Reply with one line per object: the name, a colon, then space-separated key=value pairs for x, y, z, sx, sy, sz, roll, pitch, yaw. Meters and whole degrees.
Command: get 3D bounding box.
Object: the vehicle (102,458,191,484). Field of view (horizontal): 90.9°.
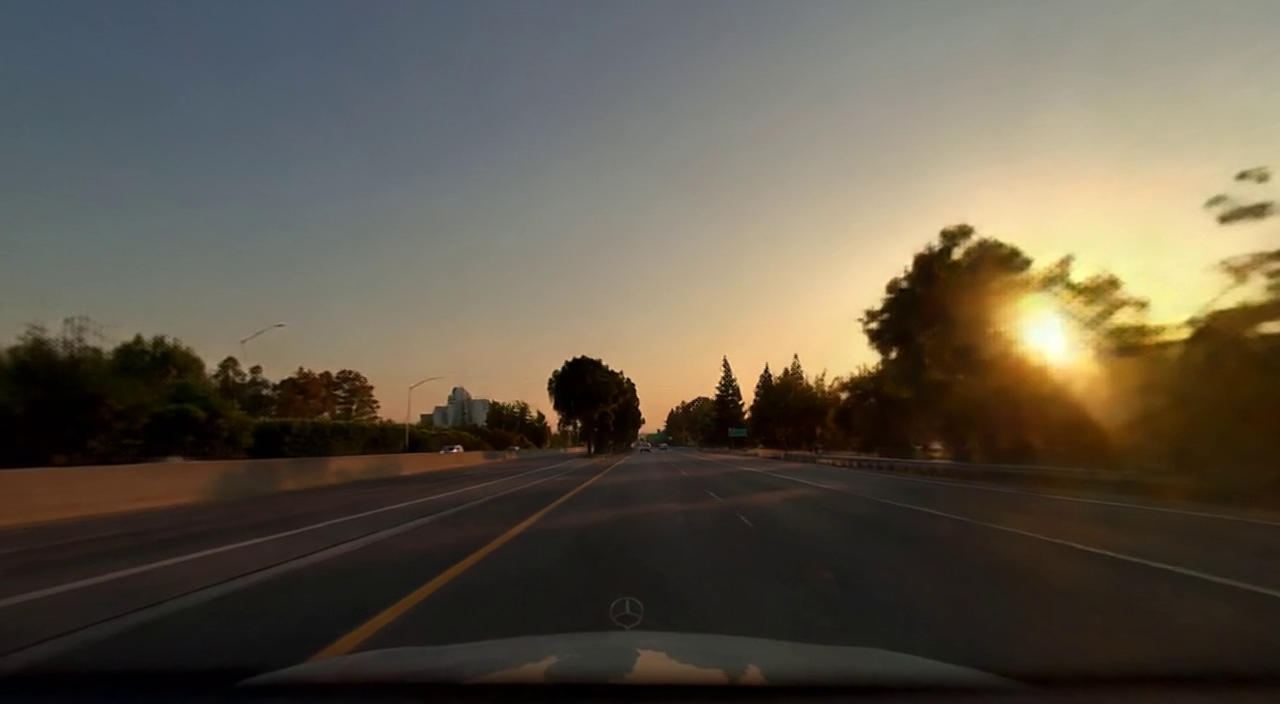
vehicle: x=-32.268 y=7.802 z=41.426 sx=1.979 sy=1.481 sz=4.699 roll=0 pitch=-8 yaw=1
